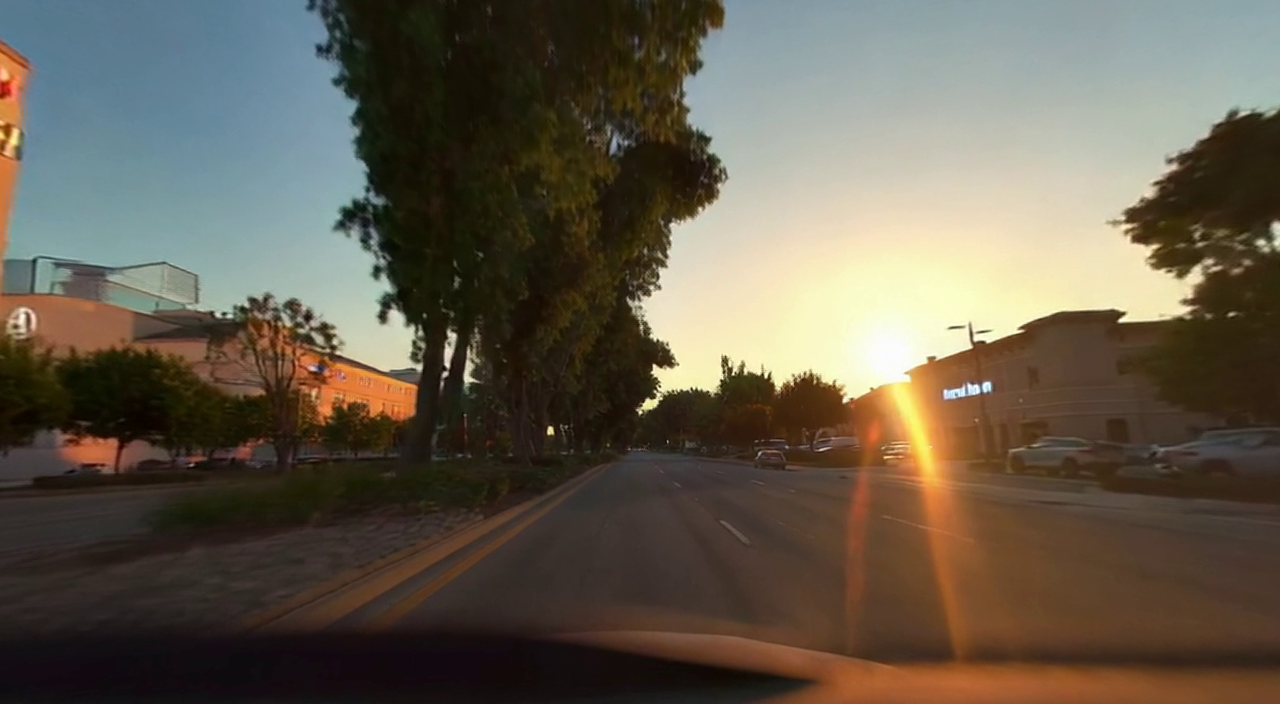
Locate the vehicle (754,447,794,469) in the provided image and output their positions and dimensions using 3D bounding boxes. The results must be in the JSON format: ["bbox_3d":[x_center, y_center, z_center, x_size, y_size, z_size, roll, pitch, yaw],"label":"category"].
[{"bbox_3d":[10.145,7.998,47.864,2.013,1.551,4.460,0,-9,-1],"label":"vehicle"}]

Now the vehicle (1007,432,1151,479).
[{"bbox_3d":[19.221,4.556,28.048,2.179,1.767,5.837,-2,-8,0],"label":"vehicle"}]

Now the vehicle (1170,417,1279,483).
[{"bbox_3d":[19.210,2.839,18.207,2.151,1.838,5.534,3,-9,-16],"label":"vehicle"}]

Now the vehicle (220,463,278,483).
[{"bbox_3d":[-30.602,9.453,49.266,3.440,1.394,1.613,-1,-7,0],"label":"vehicle"}]
